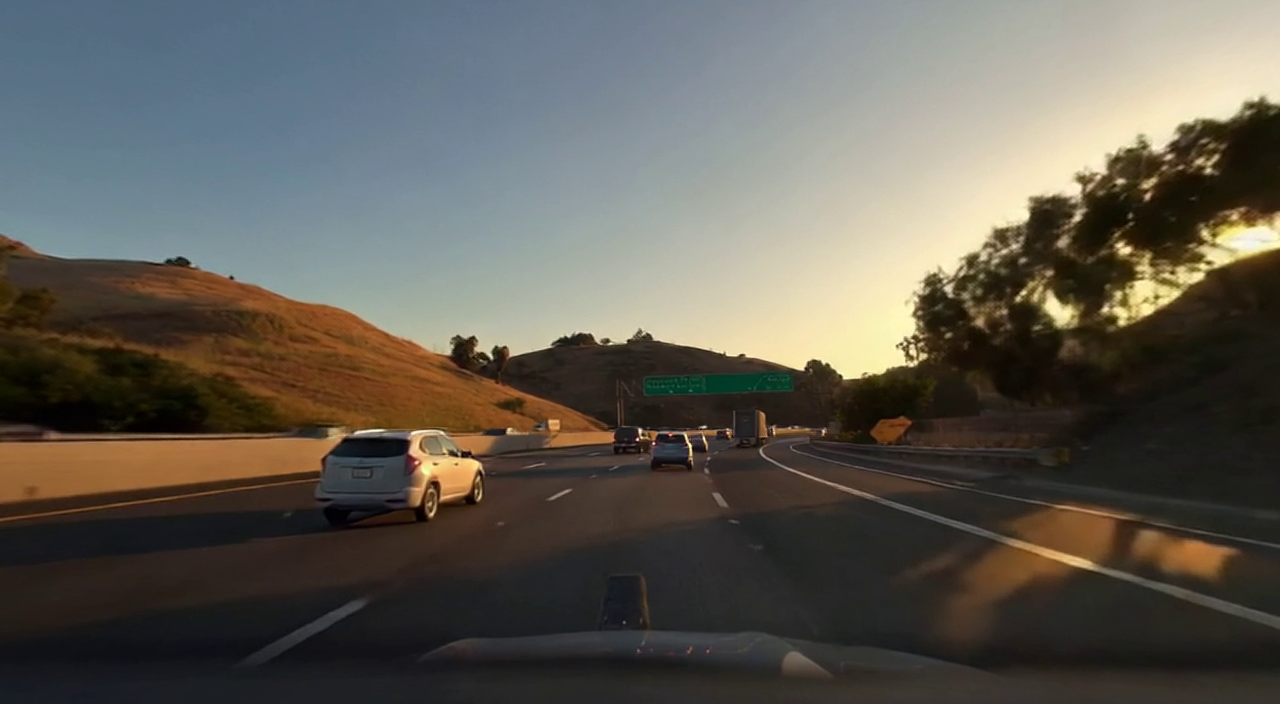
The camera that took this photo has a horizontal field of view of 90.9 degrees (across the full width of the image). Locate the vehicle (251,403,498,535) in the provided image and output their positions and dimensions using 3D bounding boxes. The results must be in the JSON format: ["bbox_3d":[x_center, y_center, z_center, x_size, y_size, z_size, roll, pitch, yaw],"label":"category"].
[{"bbox_3d":[-3.964,1.836,10.475,2.077,1.712,4.406,0,-8,1],"label":"vehicle"}]

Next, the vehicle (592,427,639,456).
[{"bbox_3d":[-1.456,5.573,39.289,2.194,1.702,4.305,-1,-8,7],"label":"vehicle"}]

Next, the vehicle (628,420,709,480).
[{"bbox_3d":[1.006,3.320,21.588,2.484,1.820,4.497,-1,-8,4],"label":"vehicle"}]
